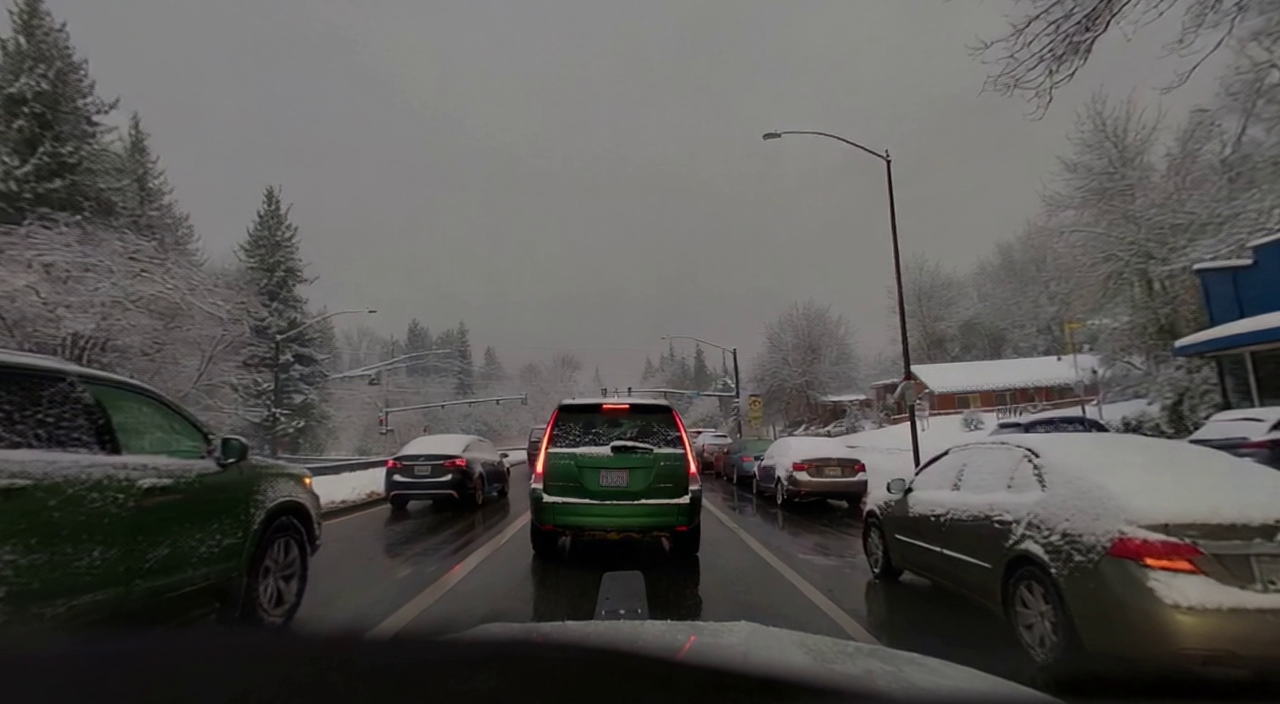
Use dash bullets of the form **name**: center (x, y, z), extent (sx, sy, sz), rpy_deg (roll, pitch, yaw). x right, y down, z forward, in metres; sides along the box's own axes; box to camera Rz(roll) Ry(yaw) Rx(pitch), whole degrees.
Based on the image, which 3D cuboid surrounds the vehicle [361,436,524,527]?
- **vehicle**: center (-3.602, 2.425, 12.421), extent (1.849, 1.451, 4.218), rpy_deg (0, -9, 0)

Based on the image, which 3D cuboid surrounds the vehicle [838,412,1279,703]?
- **vehicle**: center (3.371, 1.371, 5.341), extent (1.900, 1.477, 4.352), rpy_deg (0, -9, -1)

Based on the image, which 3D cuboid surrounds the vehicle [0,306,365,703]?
- **vehicle**: center (-3.607, 0.898, 3.391), extent (2.231, 1.853, 4.461), rpy_deg (0, -9, 0)

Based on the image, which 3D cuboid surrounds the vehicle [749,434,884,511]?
- **vehicle**: center (3.928, 2.748, 14.901), extent (1.875, 1.521, 4.192), rpy_deg (0, -9, -1)

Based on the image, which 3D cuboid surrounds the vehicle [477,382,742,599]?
- **vehicle**: center (-0.300, 1.486, 7.541), extent (2.238, 1.825, 4.190), rpy_deg (0, -9, -1)
